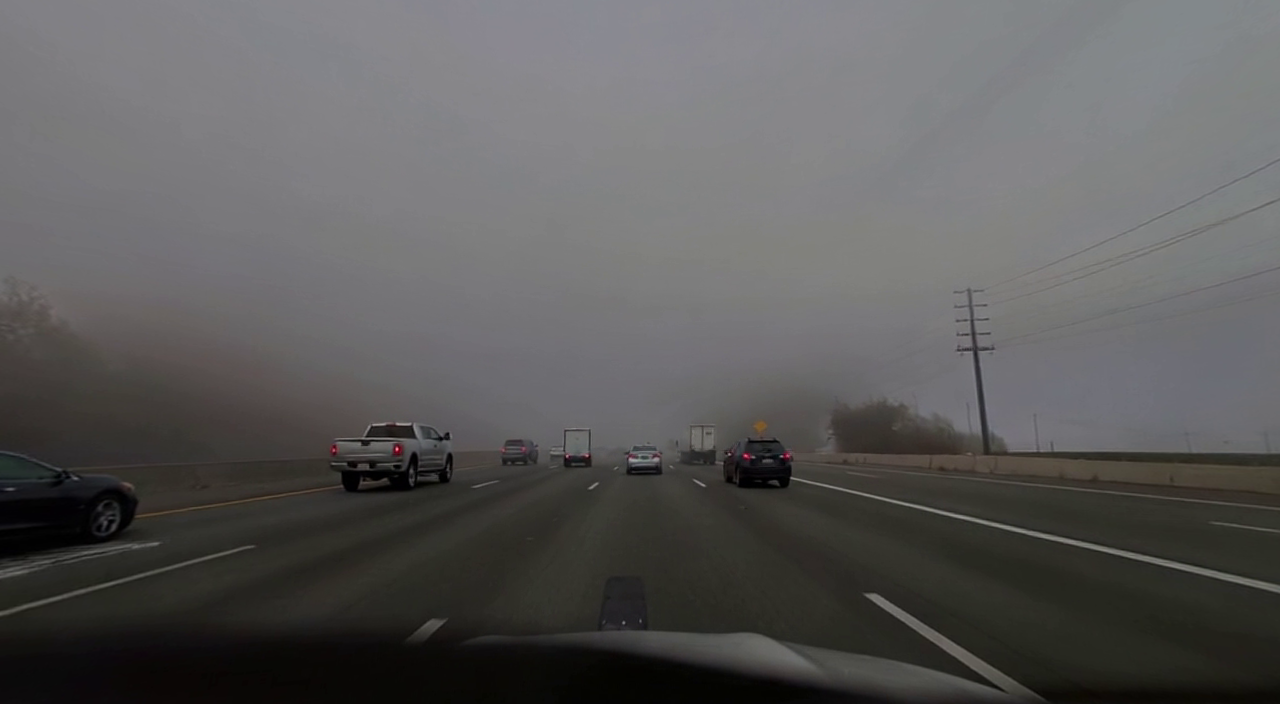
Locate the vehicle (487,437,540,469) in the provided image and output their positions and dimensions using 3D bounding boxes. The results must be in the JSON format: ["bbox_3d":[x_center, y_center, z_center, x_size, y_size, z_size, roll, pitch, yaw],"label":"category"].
[{"bbox_3d":[-6.965,5.613,35.138,1.978,1.680,4.263,0,-9,1],"label":"vehicle"}]

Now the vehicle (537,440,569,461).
[{"bbox_3d":[-6.853,7.799,49.890,1.907,1.586,3.870,0,-9,1],"label":"vehicle"}]

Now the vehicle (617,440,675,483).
[{"bbox_3d":[0.203,4.014,23.476,1.966,1.444,3.986,0,-9,0],"label":"vehicle"}]

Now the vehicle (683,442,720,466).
[{"bbox_3d":[3.847,6.445,39.983,1.895,1.429,3.908,0,-9,-1],"label":"vehicle"}]

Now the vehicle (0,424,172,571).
[{"bbox_3d":[-7.498,1.502,6.525,1.911,1.479,4.312,0,-9,1],"label":"vehicle"}]

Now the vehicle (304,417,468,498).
[{"bbox_3d":[-6.975,2.998,18.258,2.269,1.936,5.777,0,-9,1],"label":"vehicle"}]

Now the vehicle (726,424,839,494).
[{"bbox_3d":[4.028,3.125,18.727,2.195,1.778,4.455,0,-9,-1],"label":"vehicle"}]
